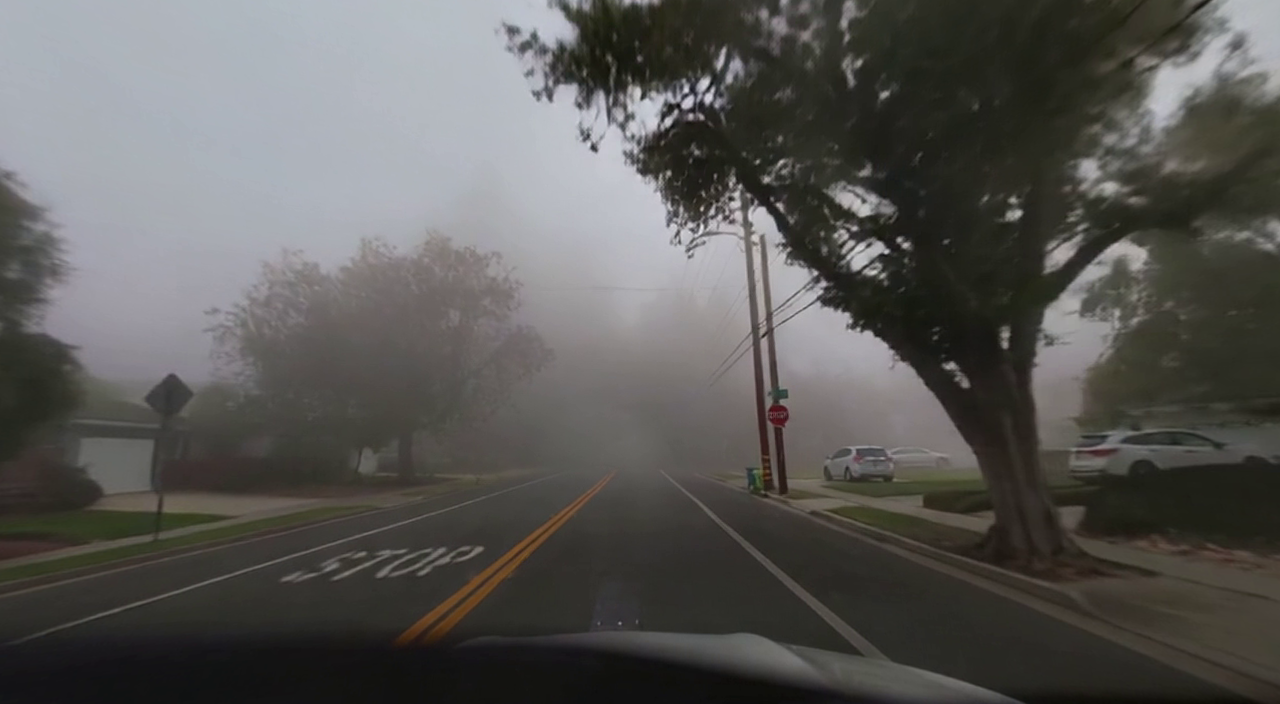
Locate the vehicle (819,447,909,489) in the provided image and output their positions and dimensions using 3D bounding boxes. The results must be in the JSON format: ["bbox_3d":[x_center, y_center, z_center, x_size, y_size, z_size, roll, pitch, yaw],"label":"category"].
[{"bbox_3d":[8.694,4.502,24.936,1.811,1.491,4.407,0,-9,-2],"label":"vehicle"}]

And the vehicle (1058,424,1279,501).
[{"bbox_3d":[15.196,3.053,17.650,5.188,1.955,2.444,0,-9,1],"label":"vehicle"}]
